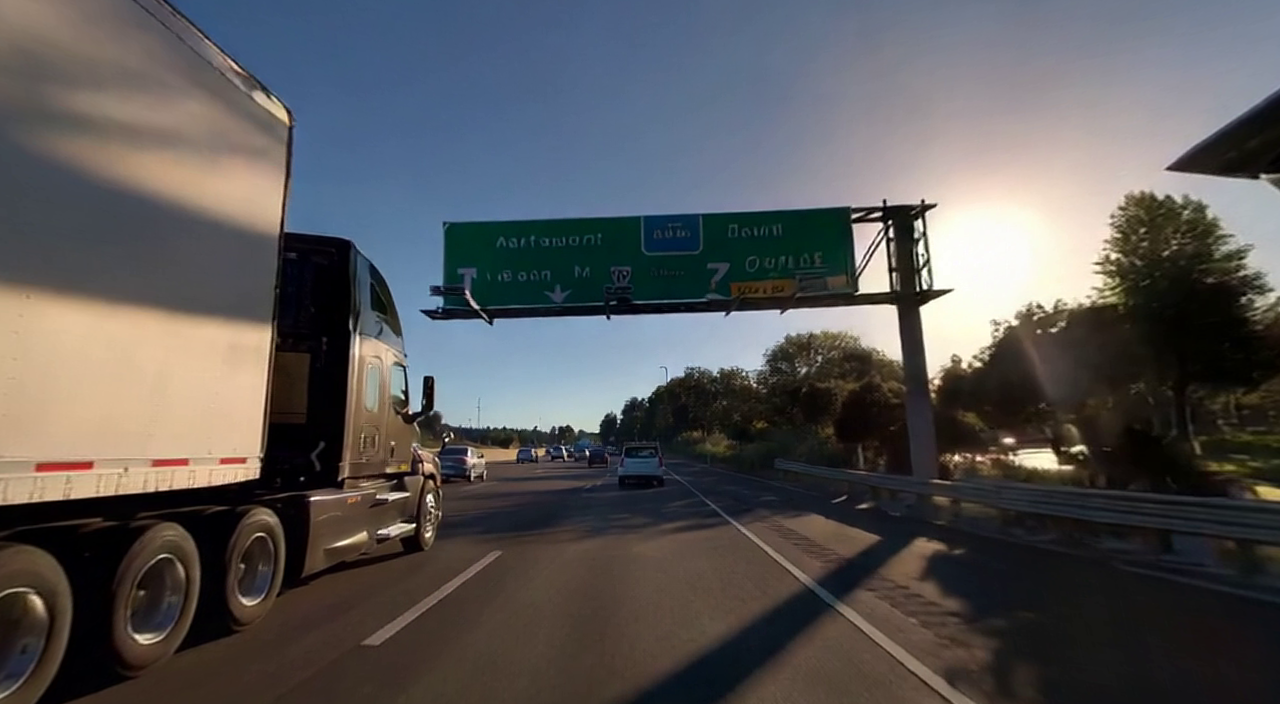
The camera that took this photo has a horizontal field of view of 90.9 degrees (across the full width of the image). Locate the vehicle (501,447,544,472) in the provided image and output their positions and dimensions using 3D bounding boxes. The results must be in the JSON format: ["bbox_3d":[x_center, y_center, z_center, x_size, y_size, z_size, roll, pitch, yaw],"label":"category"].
[{"bbox_3d":[-7.399,6.753,39.967,1.869,1.466,4.217,0,-9,1],"label":"vehicle"}]

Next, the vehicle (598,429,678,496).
[{"bbox_3d":[-0.014,3.289,19.016,2.152,1.779,3.924,0,-9,1],"label":"vehicle"}]

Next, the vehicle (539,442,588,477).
[{"bbox_3d":[-3.765,5.395,31.861,1.952,1.649,4.131,0,-9,0],"label":"vehicle"}]

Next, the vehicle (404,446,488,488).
[{"bbox_3d":[-7.416,4.394,24.524,1.864,1.458,4.295,0,-9,0],"label":"vehicle"}]

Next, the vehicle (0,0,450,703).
[{"bbox_3d":[-3.790,-0.180,3.048,2.990,3.885,8.540,0,-9,0],"label":"vehicle"}]
